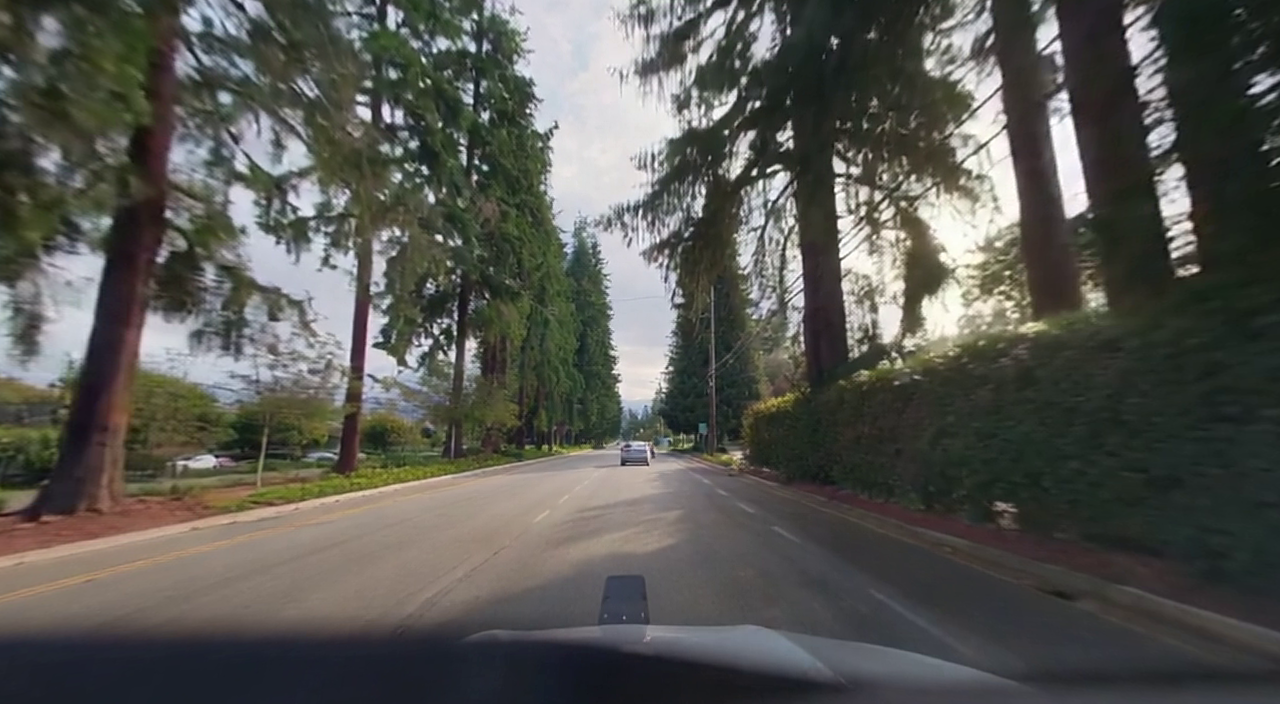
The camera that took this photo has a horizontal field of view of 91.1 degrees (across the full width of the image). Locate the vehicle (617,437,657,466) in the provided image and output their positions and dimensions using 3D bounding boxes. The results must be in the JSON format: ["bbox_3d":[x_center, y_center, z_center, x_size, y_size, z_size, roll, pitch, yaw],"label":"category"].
[{"bbox_3d":[-0.160,5.363,33.968,1.991,1.463,3.988,0,-9,0],"label":"vehicle"}]
